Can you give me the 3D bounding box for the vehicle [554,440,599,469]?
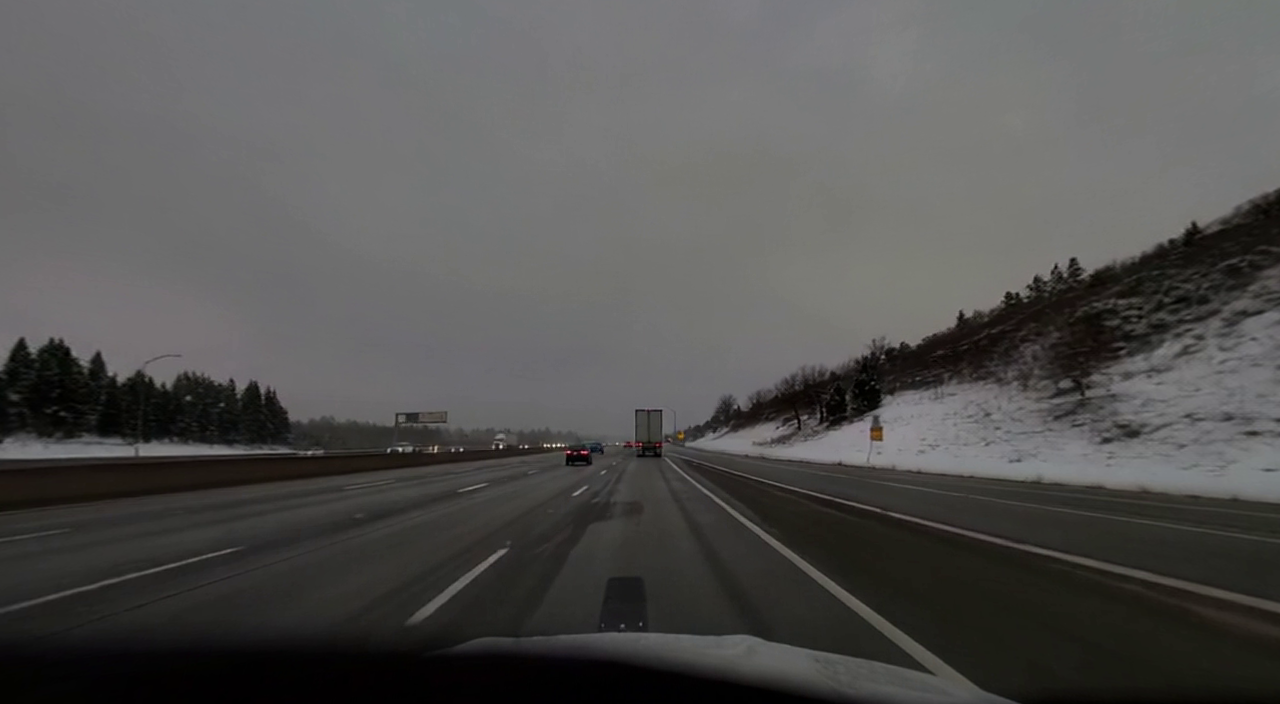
[{"bbox_3d":[-3.504,5.695,35.389,1.983,1.508,4.060,0,-8,1],"label":"vehicle"}]
